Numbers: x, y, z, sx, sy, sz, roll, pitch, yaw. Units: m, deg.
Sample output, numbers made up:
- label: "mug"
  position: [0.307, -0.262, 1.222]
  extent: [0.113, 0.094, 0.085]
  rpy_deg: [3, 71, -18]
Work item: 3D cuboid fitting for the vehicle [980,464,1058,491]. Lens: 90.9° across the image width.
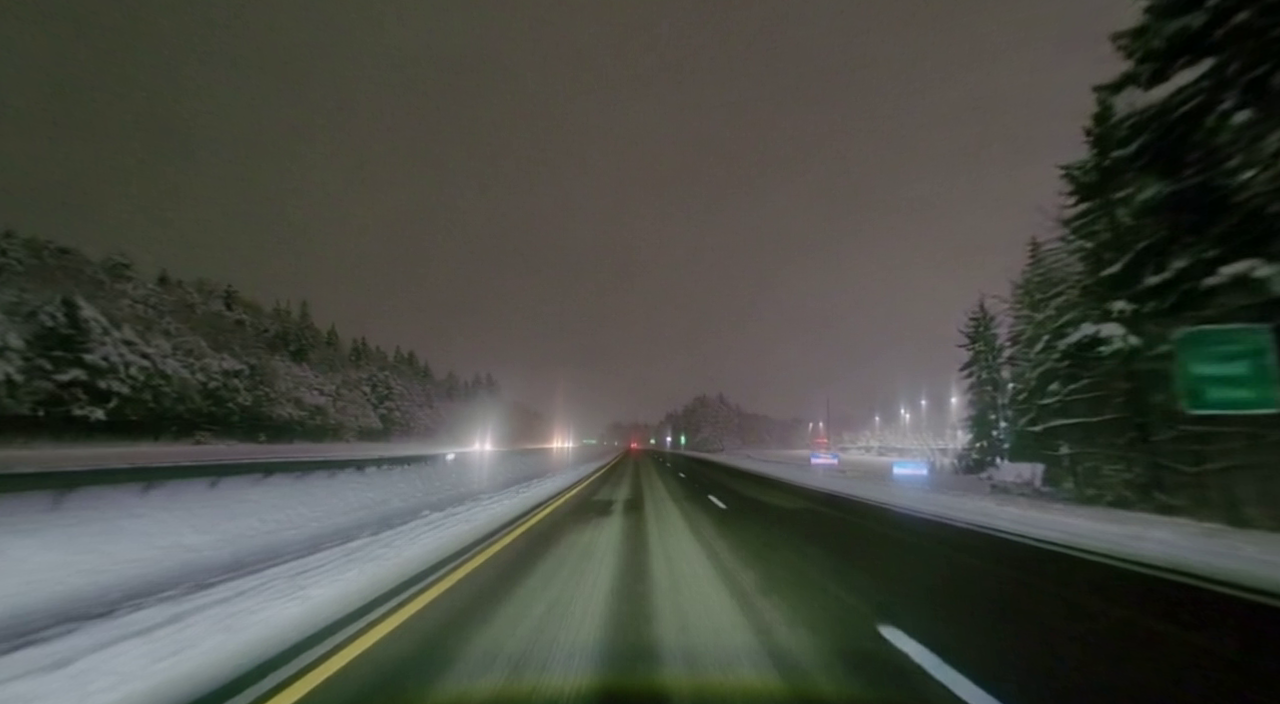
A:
- label: "vehicle"
  position: [29.078, 9.572, 48.431]
  extent: [4.895, 1.819, 2.060]
  rpy_deg: [-5, -10, 31]
